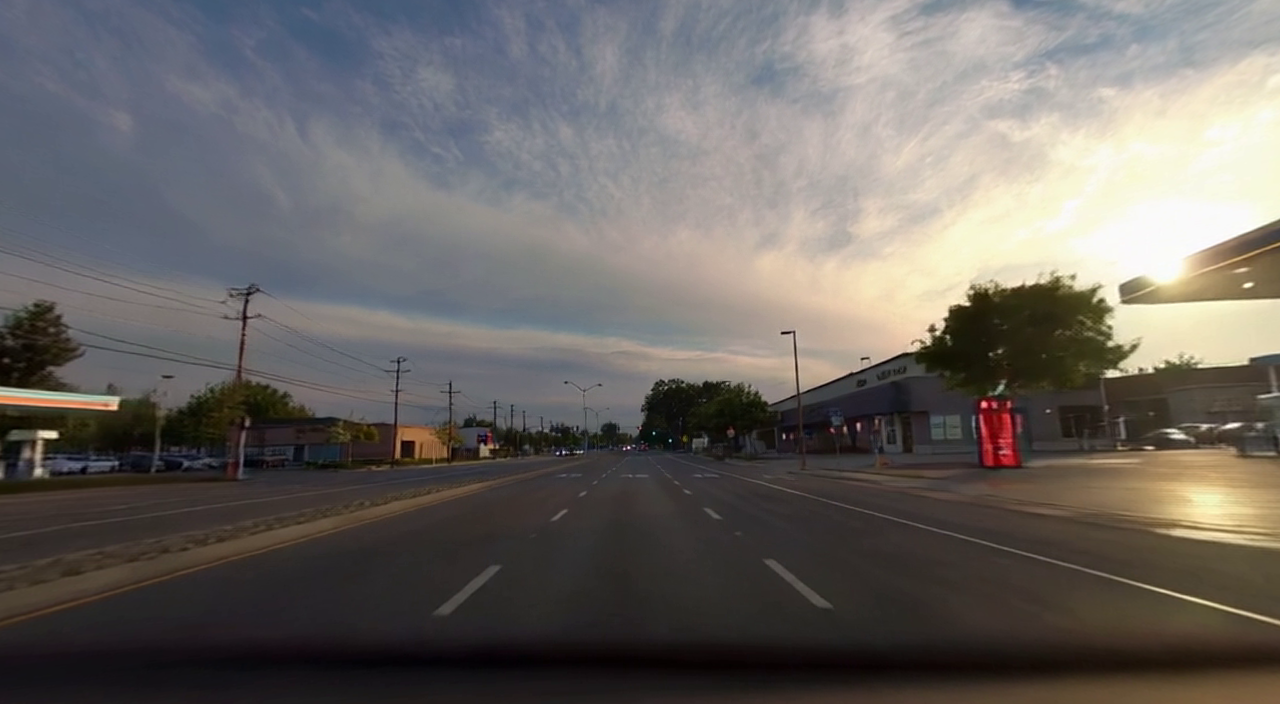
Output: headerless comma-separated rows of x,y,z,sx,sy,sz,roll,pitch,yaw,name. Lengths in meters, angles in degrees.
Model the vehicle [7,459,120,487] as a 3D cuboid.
-33.404,7.000,36.675,4.683,1.495,2.052,0,-9,4,vehicle
